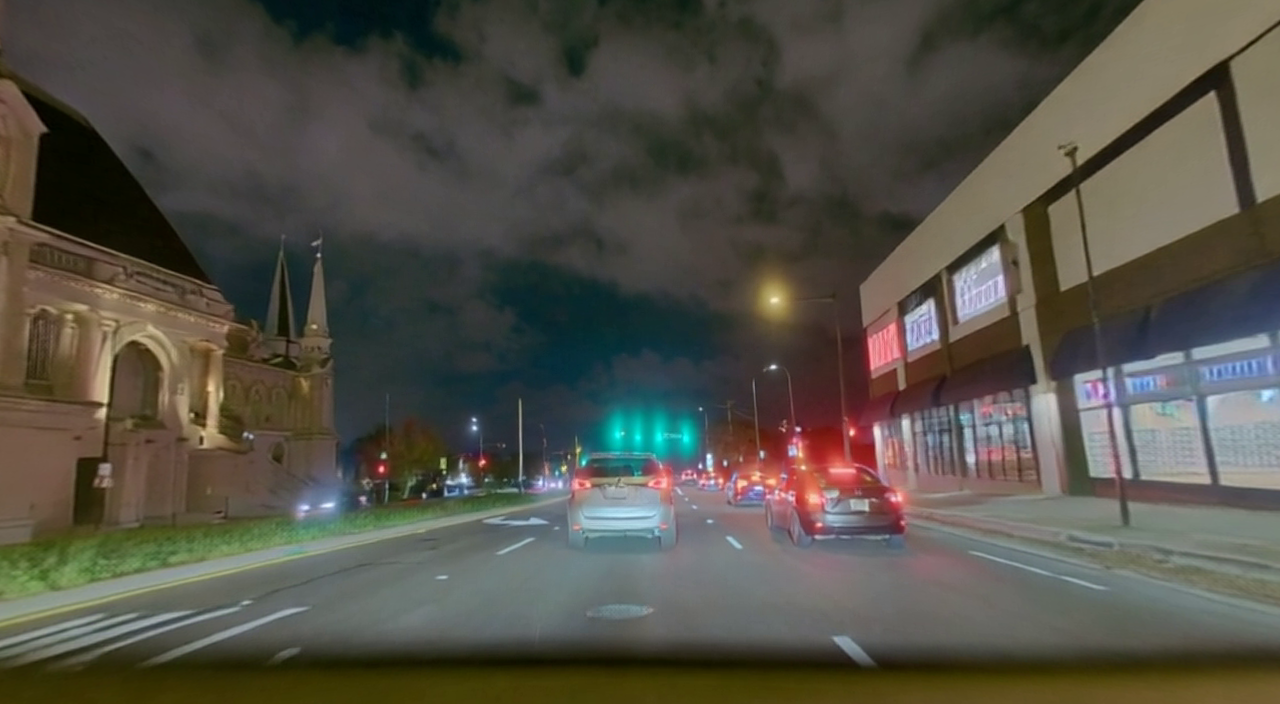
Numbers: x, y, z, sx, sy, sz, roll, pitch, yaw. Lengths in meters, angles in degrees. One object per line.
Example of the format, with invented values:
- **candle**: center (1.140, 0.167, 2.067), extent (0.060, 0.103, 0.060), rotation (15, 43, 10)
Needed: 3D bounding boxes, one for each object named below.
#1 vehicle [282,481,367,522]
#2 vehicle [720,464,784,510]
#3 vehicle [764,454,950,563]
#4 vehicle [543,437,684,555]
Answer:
- **vehicle**: center (-15.931, 7.546, 32.222), extent (1.901, 1.532, 4.733), rotation (-1, -7, 1)
- **vehicle**: center (4.289, 5.232, 24.890), extent (1.890, 1.491, 4.166), rotation (-1, -8, 2)
- **vehicle**: center (3.562, 2.619, 11.373), extent (1.883, 1.472, 4.471), rotation (-1, -8, 2)
- **vehicle**: center (-0.359, 2.539, 11.879), extent (2.168, 1.776, 4.135), rotation (-1, -8, 2)
